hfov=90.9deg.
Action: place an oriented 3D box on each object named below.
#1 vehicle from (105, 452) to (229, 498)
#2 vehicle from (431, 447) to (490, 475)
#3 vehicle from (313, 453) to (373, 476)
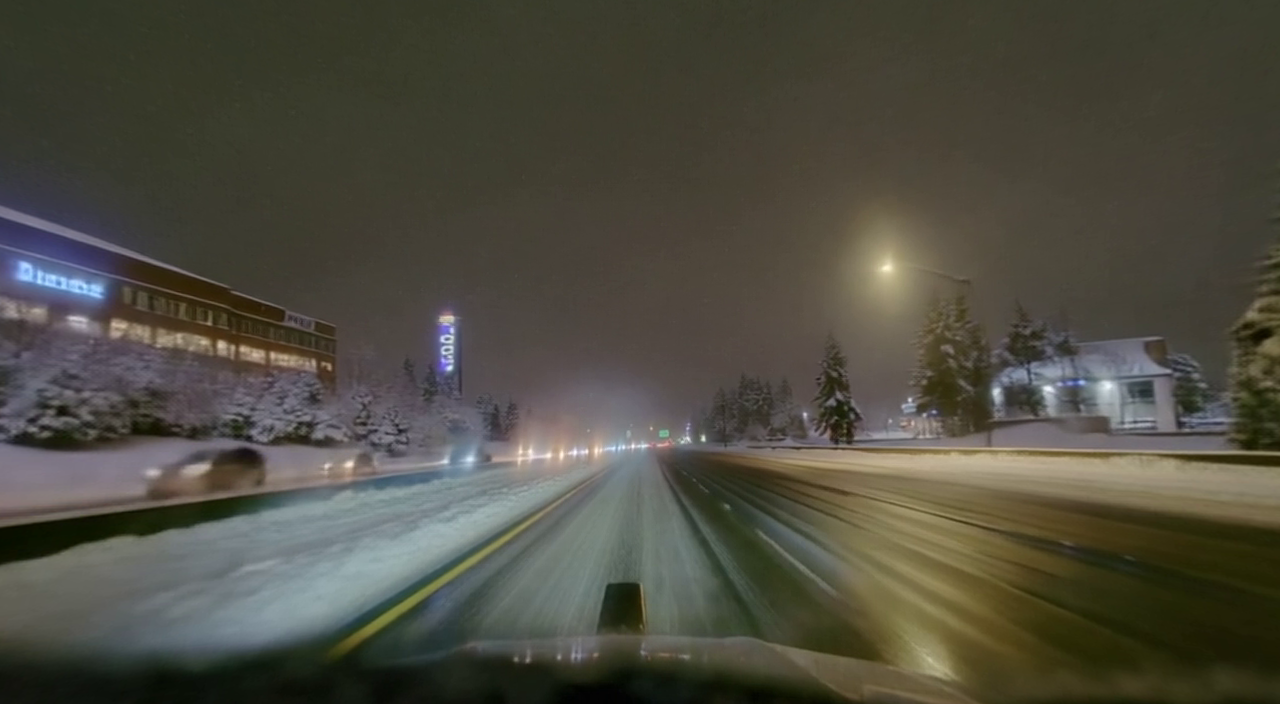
[{"bbox_3d":[-19.165,4.951,25.824,2.005,1.665,4.018,0,-9,-1],"label":"vehicle"},{"bbox_3d":[-10.592,6.427,37.565,2.021,1.503,4.874,0,-9,0],"label":"vehicle"},{"bbox_3d":[-21.074,7.994,44.996,1.912,1.479,4.749,0,-9,1],"label":"vehicle"}]
